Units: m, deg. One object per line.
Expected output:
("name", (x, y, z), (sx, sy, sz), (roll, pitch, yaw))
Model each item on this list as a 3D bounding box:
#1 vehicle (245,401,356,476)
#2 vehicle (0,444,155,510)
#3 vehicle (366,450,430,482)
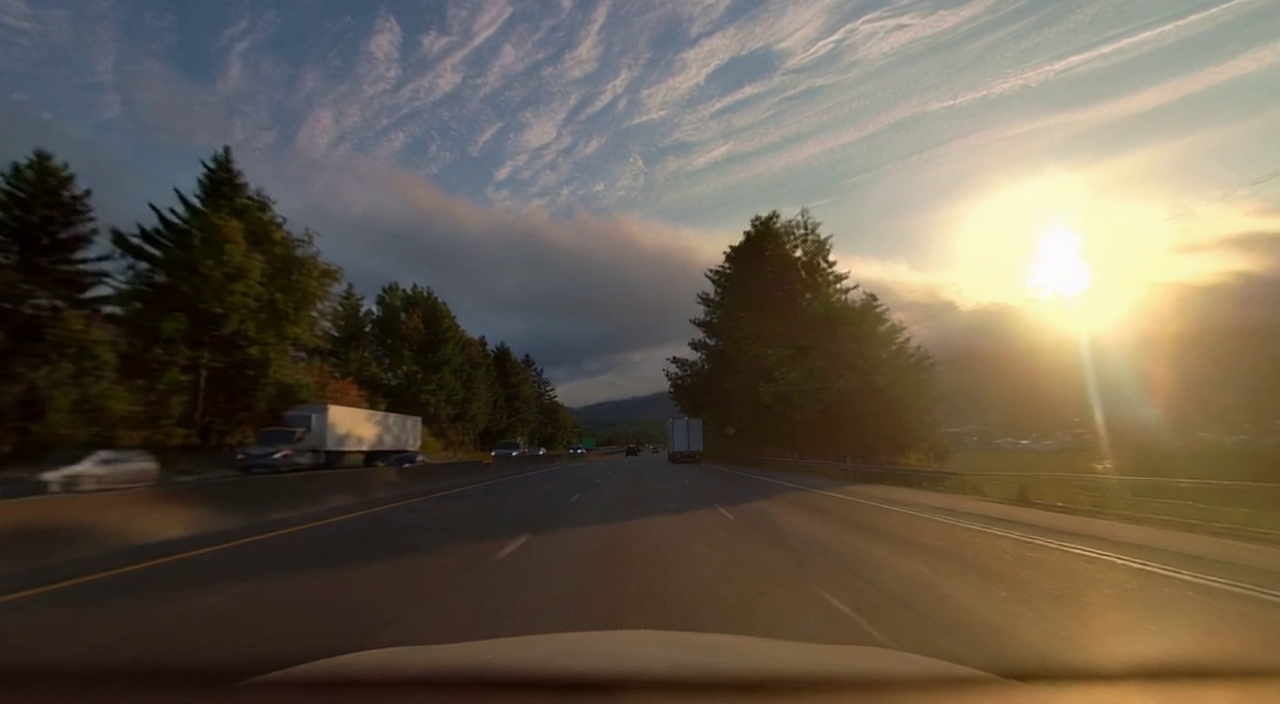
("vehicle", (-19.508, 5.094, 36.681), (3.006, 3.995, 5.858), (0, -9, 0))
("vehicle", (-16.334, 3.418, 17.685), (1.977, 1.586, 4.324), (0, -9, 0))
("vehicle", (-11.588, 5.462, 30.404), (1.719, 1.414, 3.544), (0, -9, -1))
